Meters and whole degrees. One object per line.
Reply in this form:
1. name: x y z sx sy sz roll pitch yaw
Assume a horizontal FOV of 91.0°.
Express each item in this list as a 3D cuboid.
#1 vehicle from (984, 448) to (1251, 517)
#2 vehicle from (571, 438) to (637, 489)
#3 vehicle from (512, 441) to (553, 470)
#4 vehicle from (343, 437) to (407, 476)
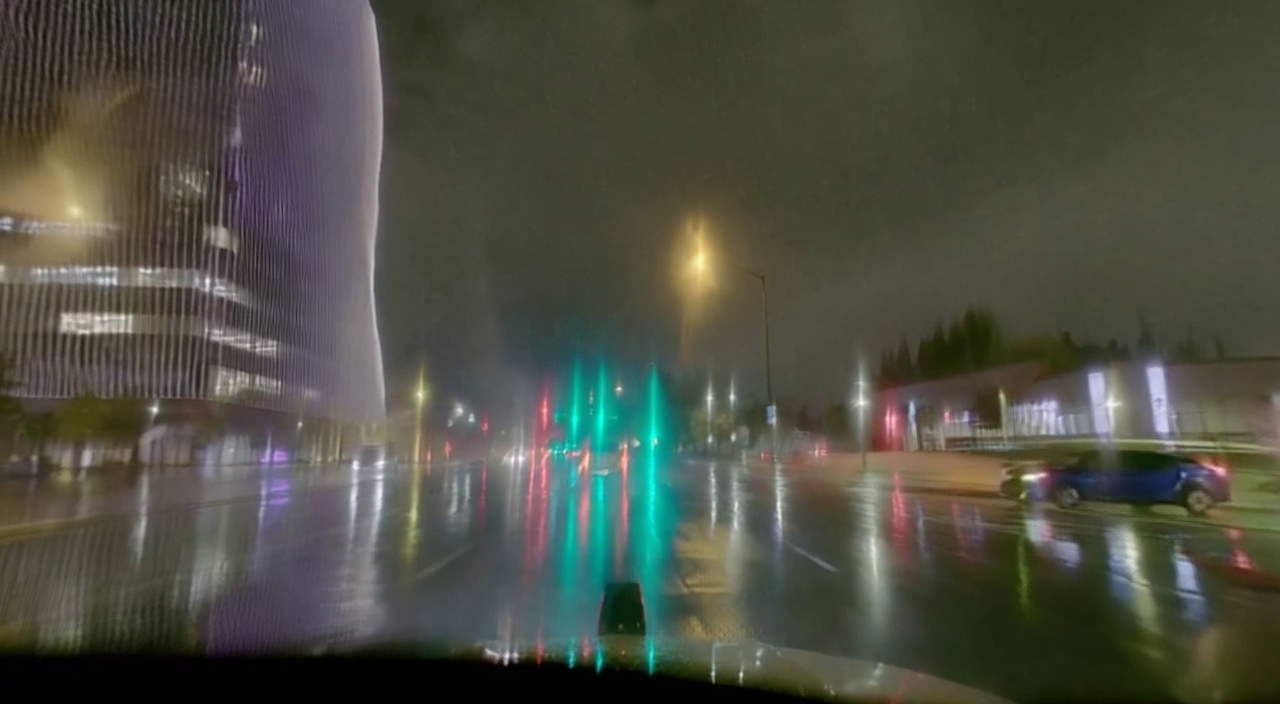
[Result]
1. vehicle: 11.359 3.117 15.367 4.645 1.505 2.100 -1 -9 8
2. vehicle: -1.244 4.026 23.145 2.183 1.675 4.319 0 -9 -1
3. vehicle: -6.825 6.474 39.624 2.121 1.728 4.161 2 -9 -14
4. vehicle: -15.525 6.245 37.204 2.334 1.945 5.298 6 -13 -11
